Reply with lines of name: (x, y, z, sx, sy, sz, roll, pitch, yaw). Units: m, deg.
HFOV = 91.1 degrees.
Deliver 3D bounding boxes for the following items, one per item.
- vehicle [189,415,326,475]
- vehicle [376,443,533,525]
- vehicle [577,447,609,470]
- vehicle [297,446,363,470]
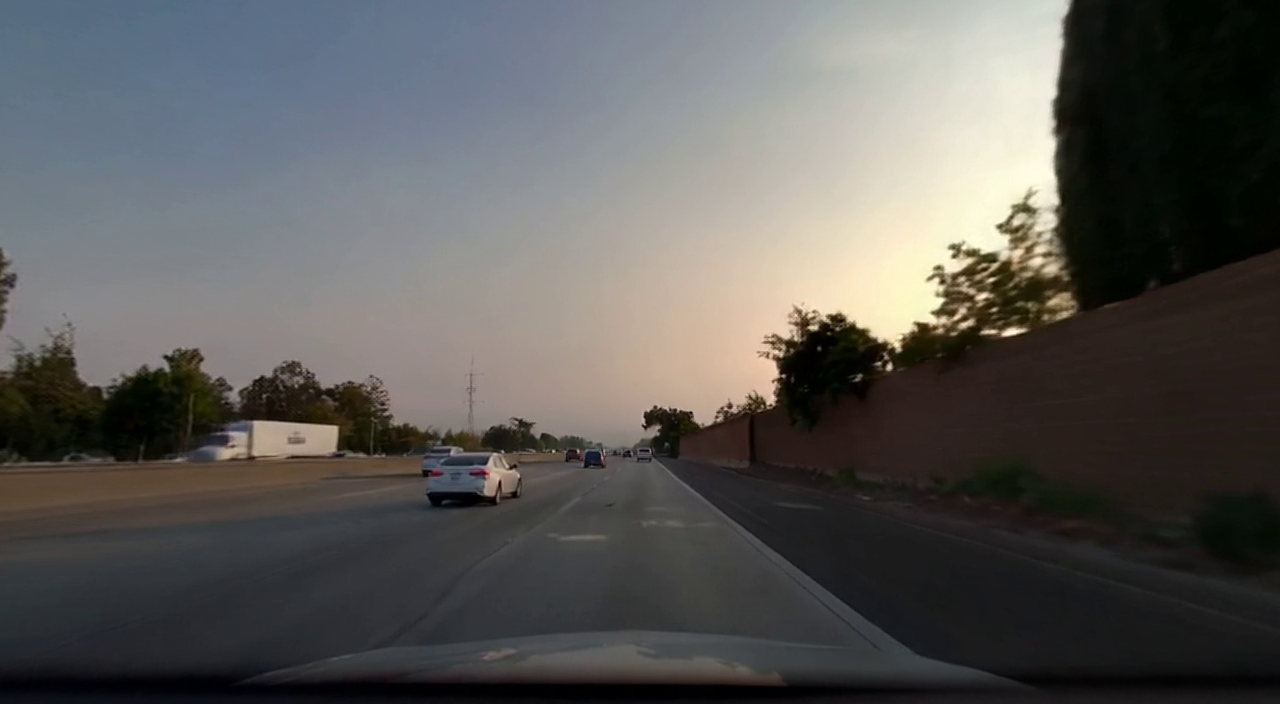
vehicle: (-28.041, 7.010, 47.091, 2.980, 3.886, 11.254, -1, -9, 1)
vehicle: (-3.832, 2.819, 13.999, 1.945, 1.484, 4.803, -1, -9, 1)
vehicle: (-3.578, 8.155, 48.202, 2.036, 1.636, 4.511, 0, -9, 1)
vehicle: (-24.258, 8.329, 49.361, 2.157, 1.741, 5.728, -1, -9, 1)
